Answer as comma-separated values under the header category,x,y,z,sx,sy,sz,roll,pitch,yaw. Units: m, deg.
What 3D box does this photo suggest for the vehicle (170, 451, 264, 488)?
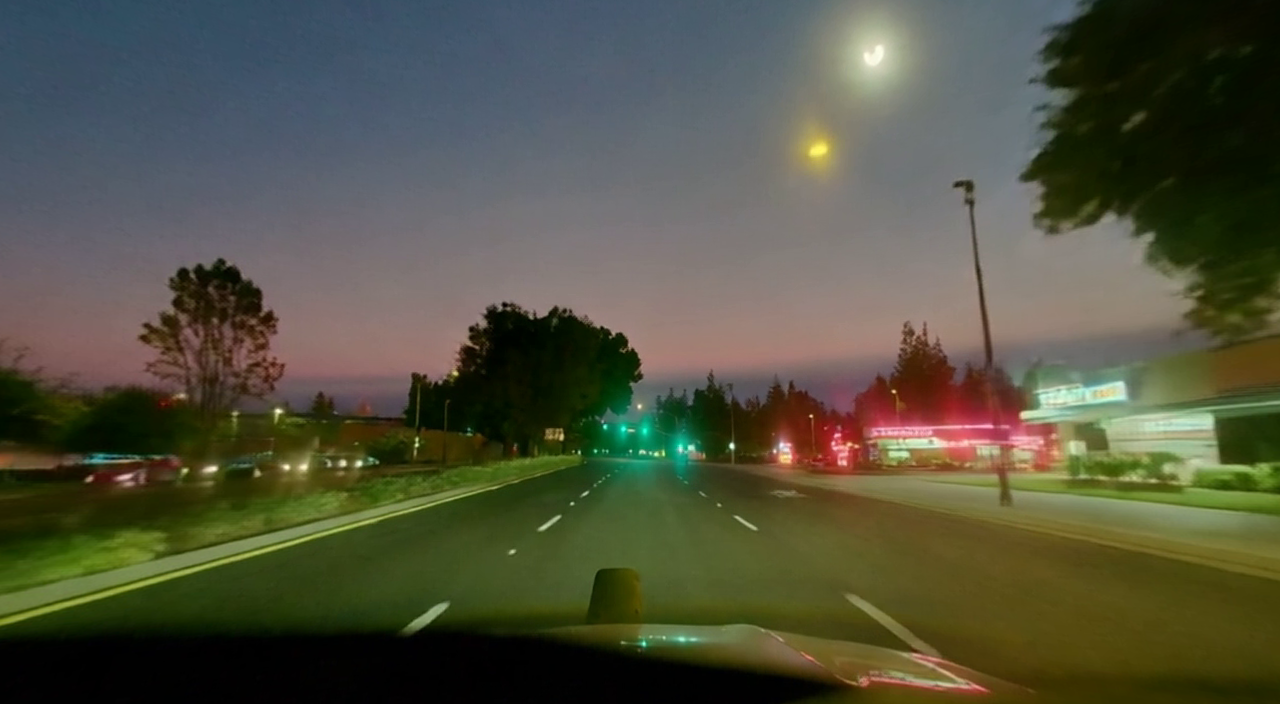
category,x,y,z,sx,sy,sz,roll,pitch,yaw
vehicle,-22.430,6.254,33.728,1.902,1.609,4.689,-7,-10,-1

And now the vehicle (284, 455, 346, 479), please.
category,x,y,z,sx,sy,sz,roll,pitch,yaw
vehicle,-22.392,7.894,43.696,1.771,1.524,4.592,-1,-9,1

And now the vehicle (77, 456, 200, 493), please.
category,x,y,z,sx,sy,sz,roll,pitch,yaw
vehicle,-22.491,5.472,28.588,1.846,1.452,4.484,-1,-9,0
